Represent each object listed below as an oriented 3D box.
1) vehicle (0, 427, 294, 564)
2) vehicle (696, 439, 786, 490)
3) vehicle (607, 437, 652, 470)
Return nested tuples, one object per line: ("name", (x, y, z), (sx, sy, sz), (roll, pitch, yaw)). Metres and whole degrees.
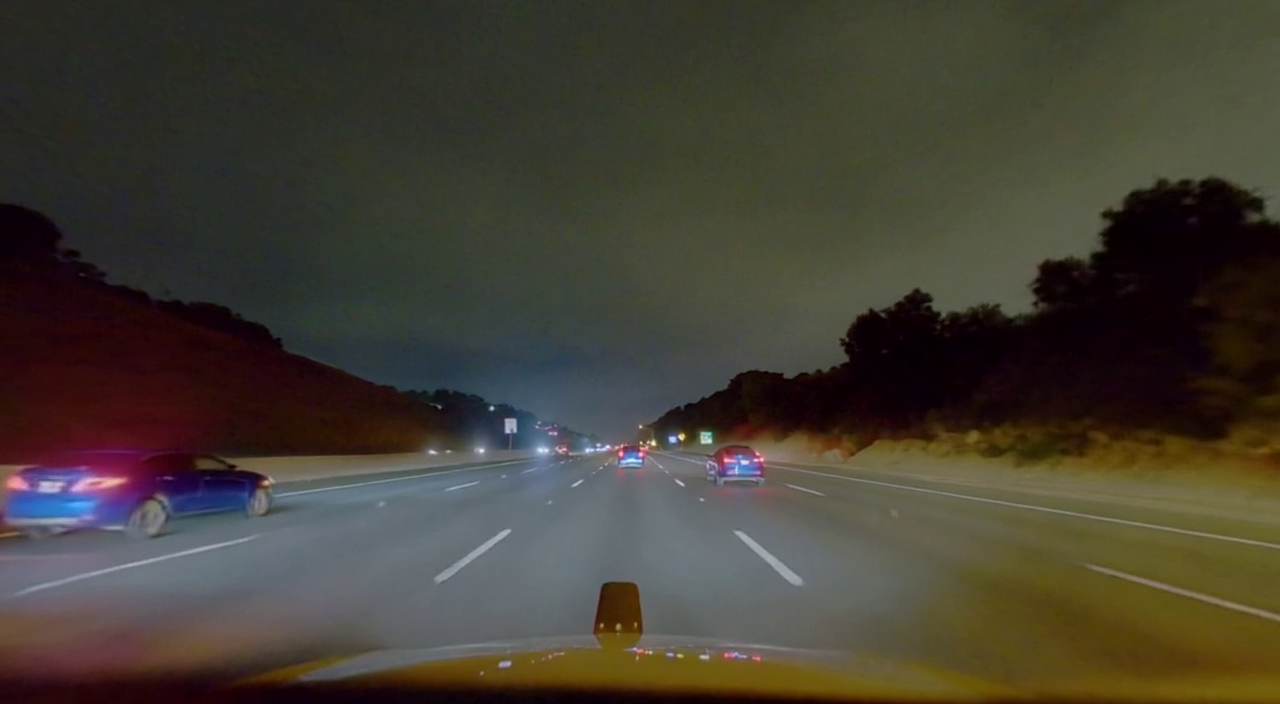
("vehicle", (-7.504, 1.951, 9.472), (1.922, 1.508, 4.816), (0, -8, 0))
("vehicle", (3.233, 3.710, 21.262), (2.120, 1.492, 4.734), (0, -8, -1))
("vehicle", (-0.543, 5.491, 34.248), (2.277, 1.675, 4.023), (0, -8, -1))
